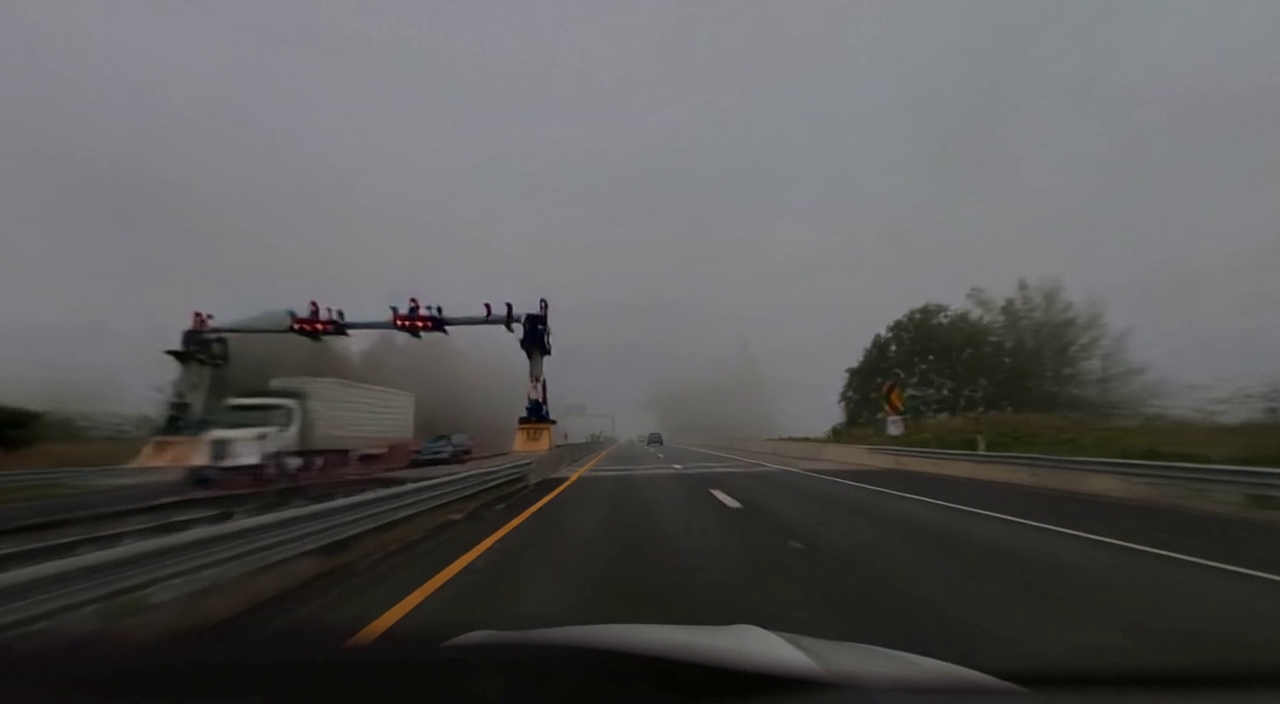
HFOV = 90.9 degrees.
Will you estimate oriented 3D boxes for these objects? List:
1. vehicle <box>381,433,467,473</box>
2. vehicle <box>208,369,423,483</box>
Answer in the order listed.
[{"bbox_3d":[-9.030,4.239,26.814,2.060,1.566,4.681,0,-8,-1],"label":"vehicle"},{"bbox_3d":[-13.751,3.504,29.037,2.894,4.003,13.740,0,-8,-1],"label":"vehicle"}]
